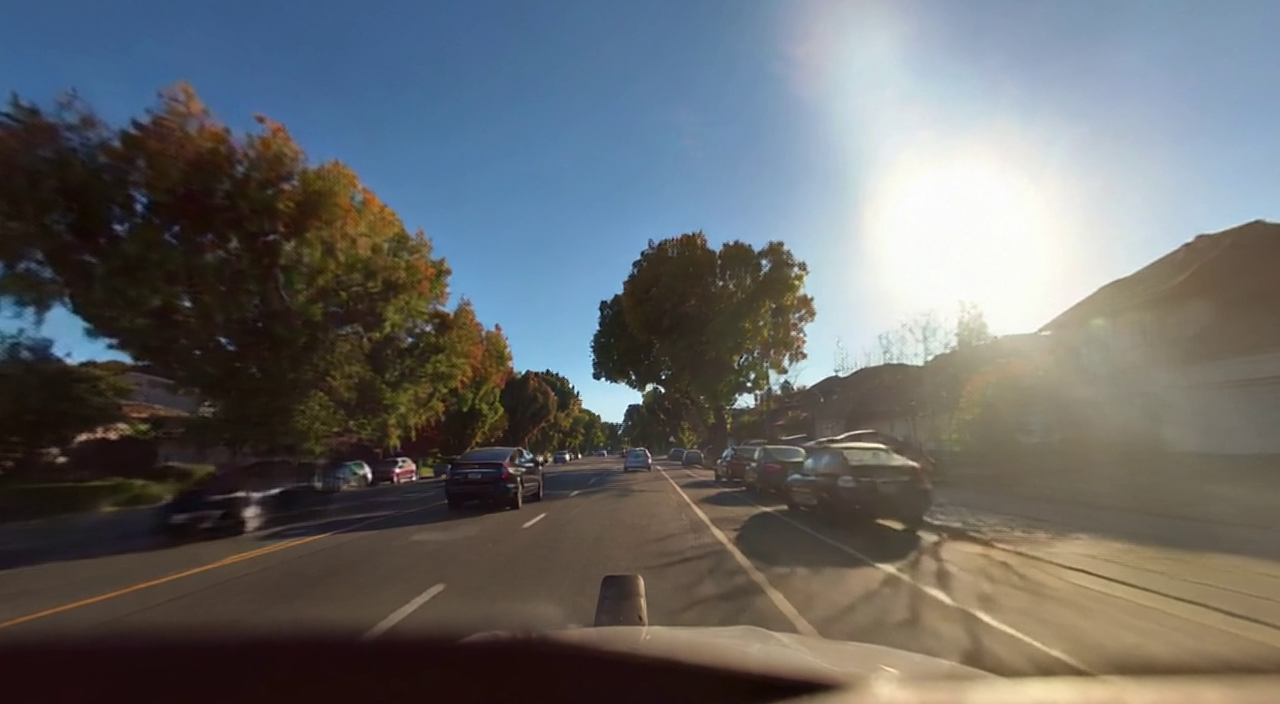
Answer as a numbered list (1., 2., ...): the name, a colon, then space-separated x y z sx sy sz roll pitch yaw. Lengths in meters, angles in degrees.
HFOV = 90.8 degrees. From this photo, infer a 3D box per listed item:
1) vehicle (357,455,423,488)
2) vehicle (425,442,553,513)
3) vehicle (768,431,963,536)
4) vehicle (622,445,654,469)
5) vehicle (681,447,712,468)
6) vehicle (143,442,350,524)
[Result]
1. vehicle: -14.508 6.944 36.946 1.904 1.497 4.848 -5 -8 0
2. vehicle: -3.488 2.985 15.564 2.027 1.477 4.413 0 -8 0
3. vehicle: 4.204 2.522 12.861 2.045 1.702 4.916 0 -9 -1
4. vehicle: -0.143 7.079 42.721 2.088 1.495 4.048 0 -8 0
5. vehicle: 4.370 8.187 49.219 1.944 1.470 4.530 0 -8 -1
6. vehicle: -9.970 3.308 16.668 2.191 1.805 4.929 0 -8 1
